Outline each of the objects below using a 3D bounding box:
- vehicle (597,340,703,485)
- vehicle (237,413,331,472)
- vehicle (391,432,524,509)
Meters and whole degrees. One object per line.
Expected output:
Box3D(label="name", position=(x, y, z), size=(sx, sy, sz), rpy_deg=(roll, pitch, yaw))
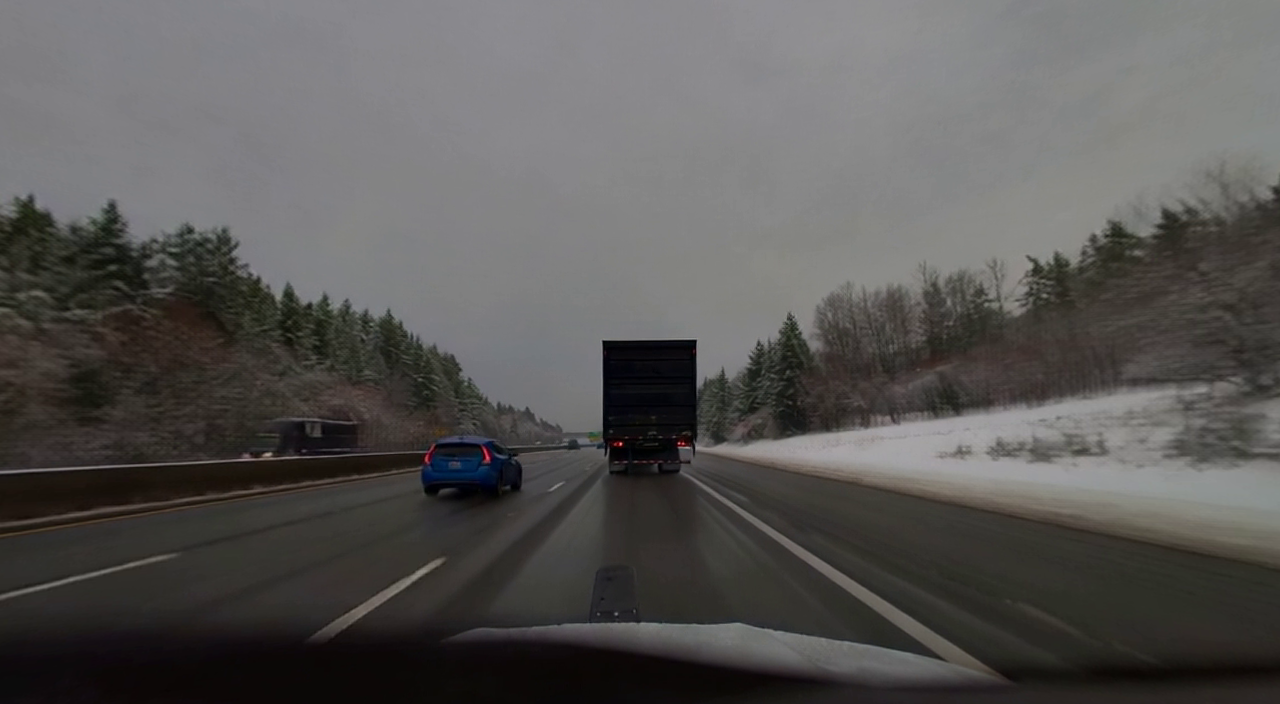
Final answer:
Box3D(label="vehicle", position=(0.165, 2.481, 23.591), size=(3.073, 4.196, 10.546), rpy_deg=(0, -8, -1))
Box3D(label="vehicle", position=(-24.645, 6.319, 43.997), size=(2.965, 3.823, 5.994), rpy_deg=(0, -8, -1))
Box3D(label="vehicle", position=(-4.068, 2.690, 14.802), size=(1.854, 1.530, 4.268), rpy_deg=(0, -8, 0))
